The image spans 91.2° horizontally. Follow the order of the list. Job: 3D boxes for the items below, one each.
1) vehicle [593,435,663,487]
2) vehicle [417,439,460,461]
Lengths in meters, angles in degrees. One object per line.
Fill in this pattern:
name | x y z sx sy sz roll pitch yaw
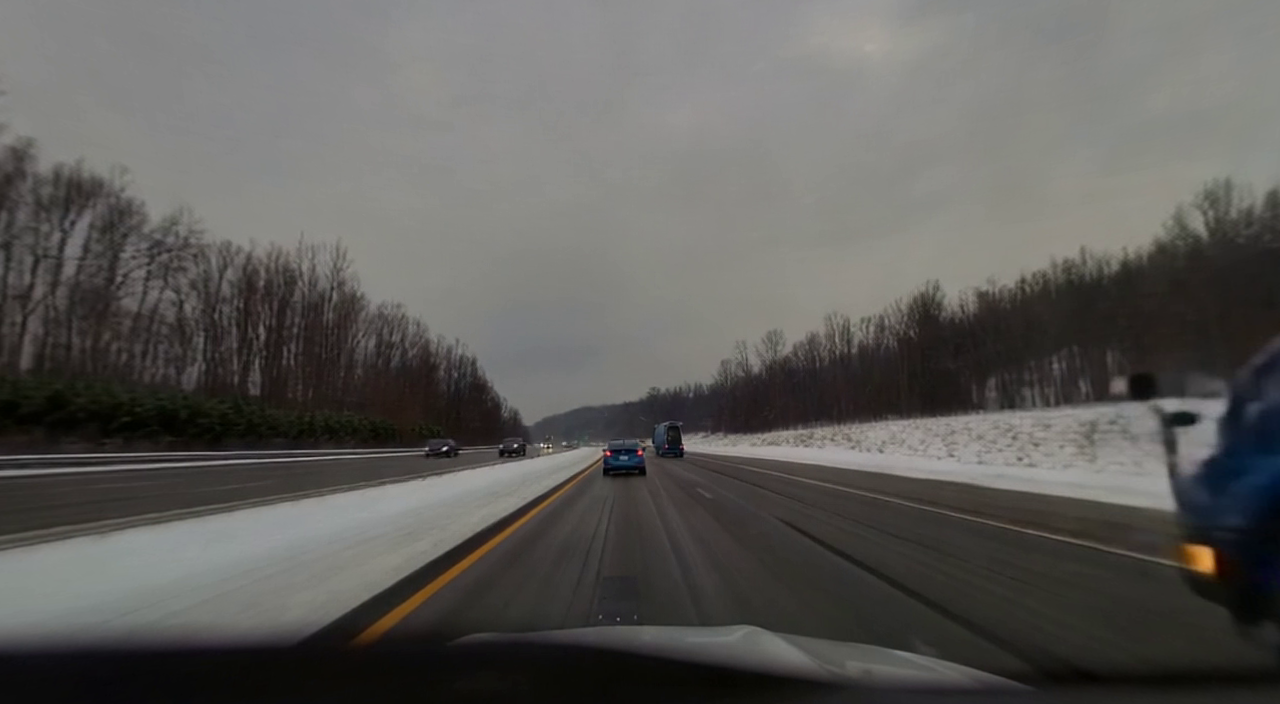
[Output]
vehicle | -0.397 3.590 20.861 2.099 1.506 4.097 0 -9 -1
vehicle | -14.489 7.055 45.228 1.847 1.502 3.929 0 -9 -1
